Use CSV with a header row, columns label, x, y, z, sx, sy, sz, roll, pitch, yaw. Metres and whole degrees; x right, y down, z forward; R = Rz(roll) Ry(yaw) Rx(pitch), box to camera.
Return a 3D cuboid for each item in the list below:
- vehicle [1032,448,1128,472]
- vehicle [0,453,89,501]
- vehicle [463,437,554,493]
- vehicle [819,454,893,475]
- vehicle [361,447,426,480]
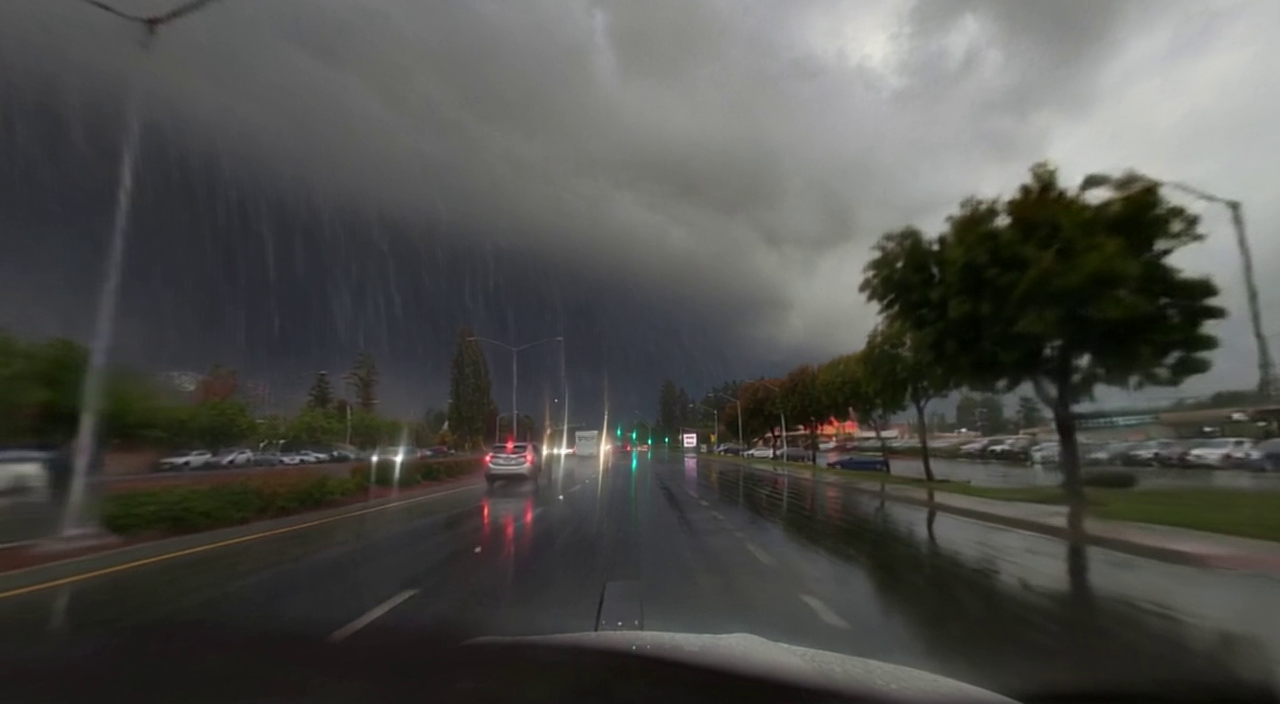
label,x,y,z,sx,sy,sz,roll,pitch,yaw
vehicle,28.880,7.097,41.395,4.754,1.499,1.955,0,-9,2
vehicle,-23.002,4.541,23.120,1.836,1.582,4.075,0,-9,-2
vehicle,-4.256,3.728,21.149,2.109,1.672,4.256,0,-9,0
vehicle,16.172,8.450,47.302,4.723,1.466,2.085,0,-9,-1
vehicle,-12.487,5.639,32.169,1.760,1.567,3.930,0,-9,-1
